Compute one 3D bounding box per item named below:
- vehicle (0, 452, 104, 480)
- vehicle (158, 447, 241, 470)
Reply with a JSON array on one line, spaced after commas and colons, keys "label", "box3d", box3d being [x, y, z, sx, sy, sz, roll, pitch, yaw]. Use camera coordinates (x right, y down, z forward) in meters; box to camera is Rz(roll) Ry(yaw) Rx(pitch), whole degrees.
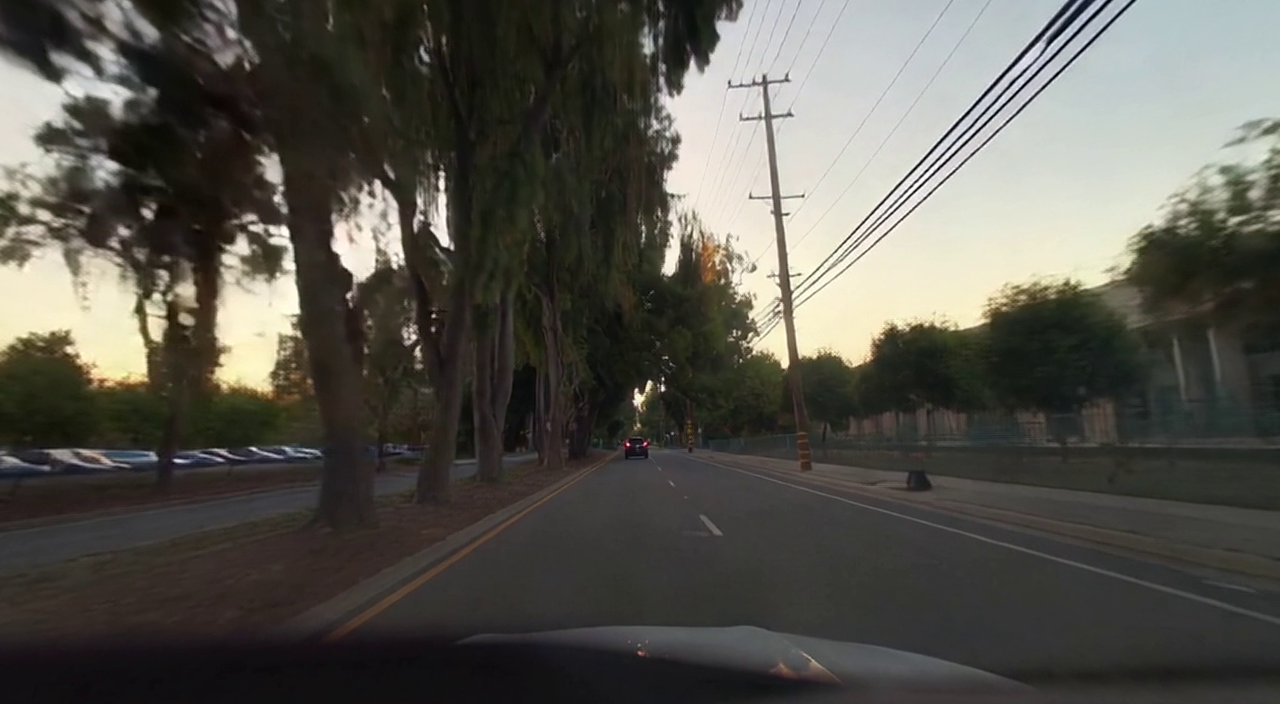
[{"label": "vehicle", "box3d": [-33.718, 6.481, 35.919, 4.557, 1.493, 2.049, 0, -8, 0]}, {"label": "vehicle", "box3d": [-34.040, 8.208, 48.916, 4.662, 1.660, 2.312, 0, -8, -2]}]
